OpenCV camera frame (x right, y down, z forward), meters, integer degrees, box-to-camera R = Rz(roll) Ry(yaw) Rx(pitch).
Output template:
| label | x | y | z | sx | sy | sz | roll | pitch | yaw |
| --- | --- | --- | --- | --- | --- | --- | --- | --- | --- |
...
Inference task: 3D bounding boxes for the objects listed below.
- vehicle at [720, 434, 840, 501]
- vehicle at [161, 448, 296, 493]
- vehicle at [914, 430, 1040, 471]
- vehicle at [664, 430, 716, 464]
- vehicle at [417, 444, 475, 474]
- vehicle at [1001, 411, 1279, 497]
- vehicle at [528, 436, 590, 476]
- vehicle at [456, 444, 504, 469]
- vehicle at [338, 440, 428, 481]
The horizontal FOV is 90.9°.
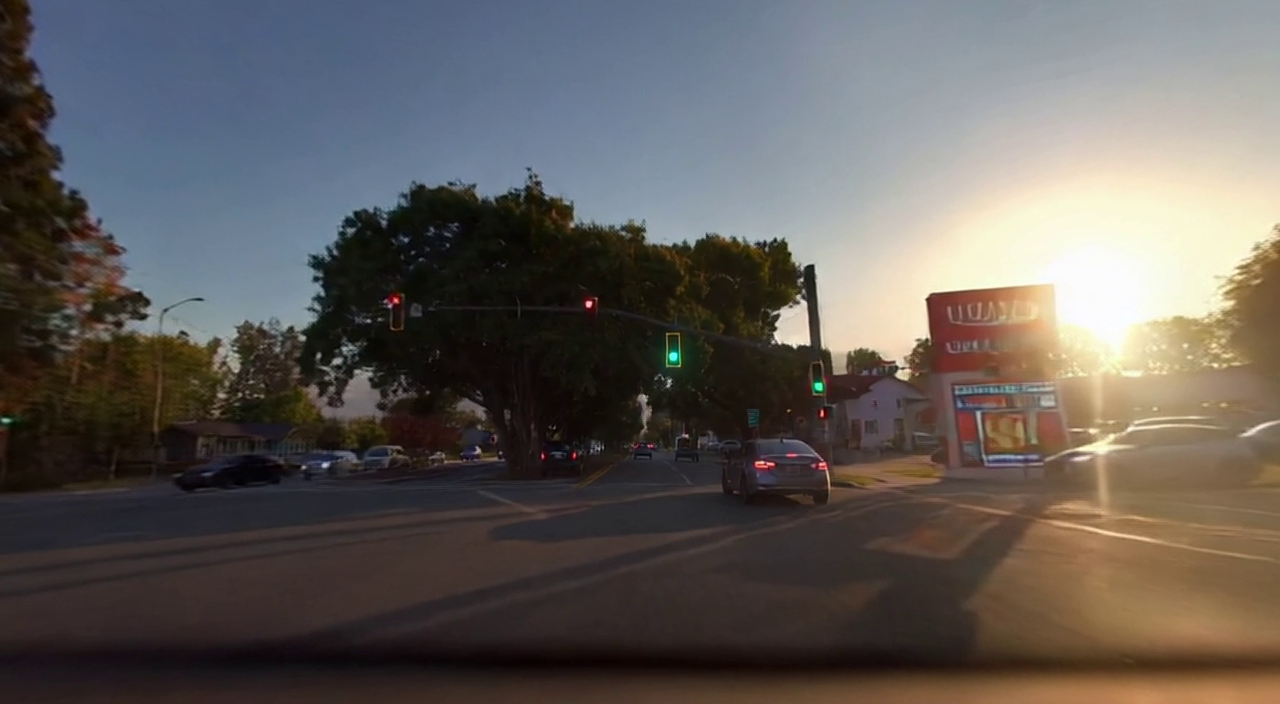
| label | x | y | z | sx | sy | sz | roll | pitch | yaw |
| --- | --- | --- | --- | --- | --- | --- | --- | --- | --- |
| vehicle | 3.512 | 3.005 | 16.835 | 2.095 | 1.475 | 4.686 | 1 | -9 | -1 |
| vehicle | -15.373 | 4.423 | 23.902 | 1.933 | 1.472 | 4.500 | 0 | -9 | 2 |
| vehicle | 17.375 | 5.078 | 33.091 | 2.766 | 1.917 | 6.394 | 0 | -7 | -4 |
| vehicle | 3.469 | 6.846 | 45.467 | 3.245 | 2.199 | 6.295 | 1 | -9 | 0 |
| vehicle | -11.165 | 6.155 | 36.601 | 1.909 | 1.467 | 4.522 | -1 | -6 | 0 |
| vehicle | 12.389 | 2.542 | 15.851 | 5.156 | 1.917 | 2.308 | 0 | -9 | 2 |
| vehicle | -3.718 | 4.880 | 29.812 | 2.250 | 1.713 | 4.422 | 1 | -9 | 1 |
| vehicle | -11.093 | 7.252 | 44.030 | 2.004 | 1.509 | 4.932 | -1 | -6 | 1 |
| vehicle | -11.473 | 4.856 | 28.555 | 2.091 | 1.644 | 4.645 | 1 | -9 | 1 |
